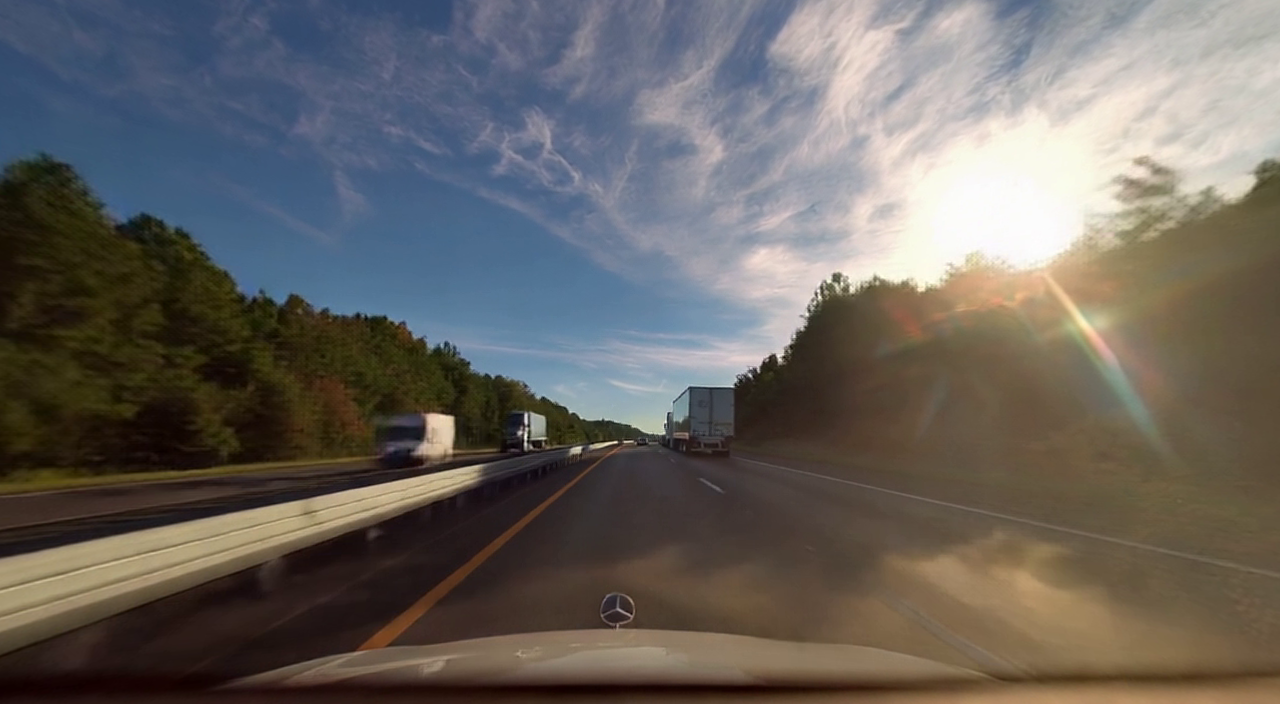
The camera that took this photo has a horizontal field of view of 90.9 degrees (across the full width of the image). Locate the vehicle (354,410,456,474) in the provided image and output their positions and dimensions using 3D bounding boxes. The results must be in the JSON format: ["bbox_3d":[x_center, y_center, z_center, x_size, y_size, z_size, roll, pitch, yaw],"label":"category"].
[{"bbox_3d":[-11.019,4.274,30.218,2.430,2.718,5.799,0,-8,2],"label":"vehicle"}]

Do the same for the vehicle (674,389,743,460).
[{"bbox_3d":[4.251,4.992,42.651,2.951,4.007,13.976,0,-8,-1],"label":"vehicle"}]
